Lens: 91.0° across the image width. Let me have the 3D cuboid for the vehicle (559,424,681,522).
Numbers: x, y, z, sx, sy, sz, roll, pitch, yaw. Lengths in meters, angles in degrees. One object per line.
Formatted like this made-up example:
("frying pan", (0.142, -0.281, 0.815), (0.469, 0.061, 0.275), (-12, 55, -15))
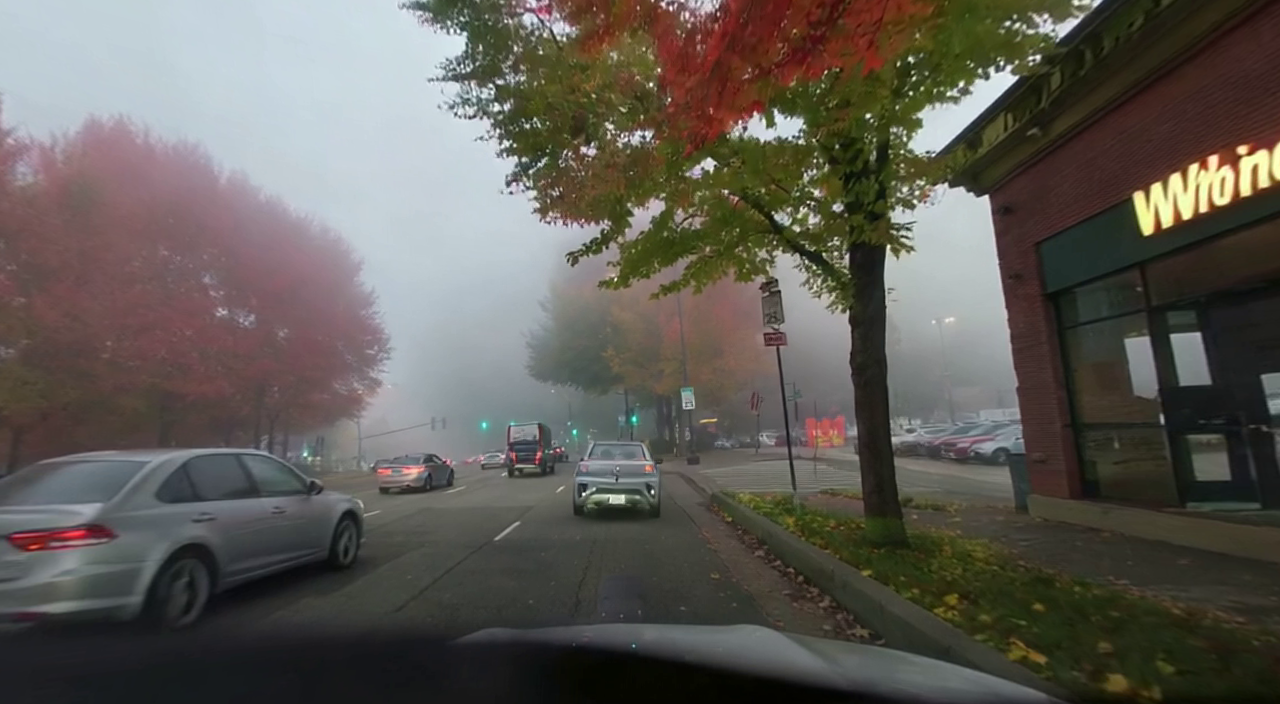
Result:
("vehicle", (-0.413, 2.444, 13.209), (2.144, 1.704, 4.028), (1, -9, -2))

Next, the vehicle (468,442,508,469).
("vehicle", (-10.180, 6.955, 42.435), (2.069, 1.719, 4.441), (2, -9, -7))

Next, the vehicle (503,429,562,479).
("vehicle", (-4.718, 4.557, 28.188), (2.082, 2.018, 4.308), (1, -9, -3))

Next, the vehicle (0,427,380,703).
("vehicle", (-4.244, 1.499, 5.481), (1.974, 1.549, 4.603), (0, -9, 0))

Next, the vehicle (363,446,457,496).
("vehicle", (-8.183, 4.236, 22.850), (1.932, 1.596, 4.247), (1, -9, -3))
